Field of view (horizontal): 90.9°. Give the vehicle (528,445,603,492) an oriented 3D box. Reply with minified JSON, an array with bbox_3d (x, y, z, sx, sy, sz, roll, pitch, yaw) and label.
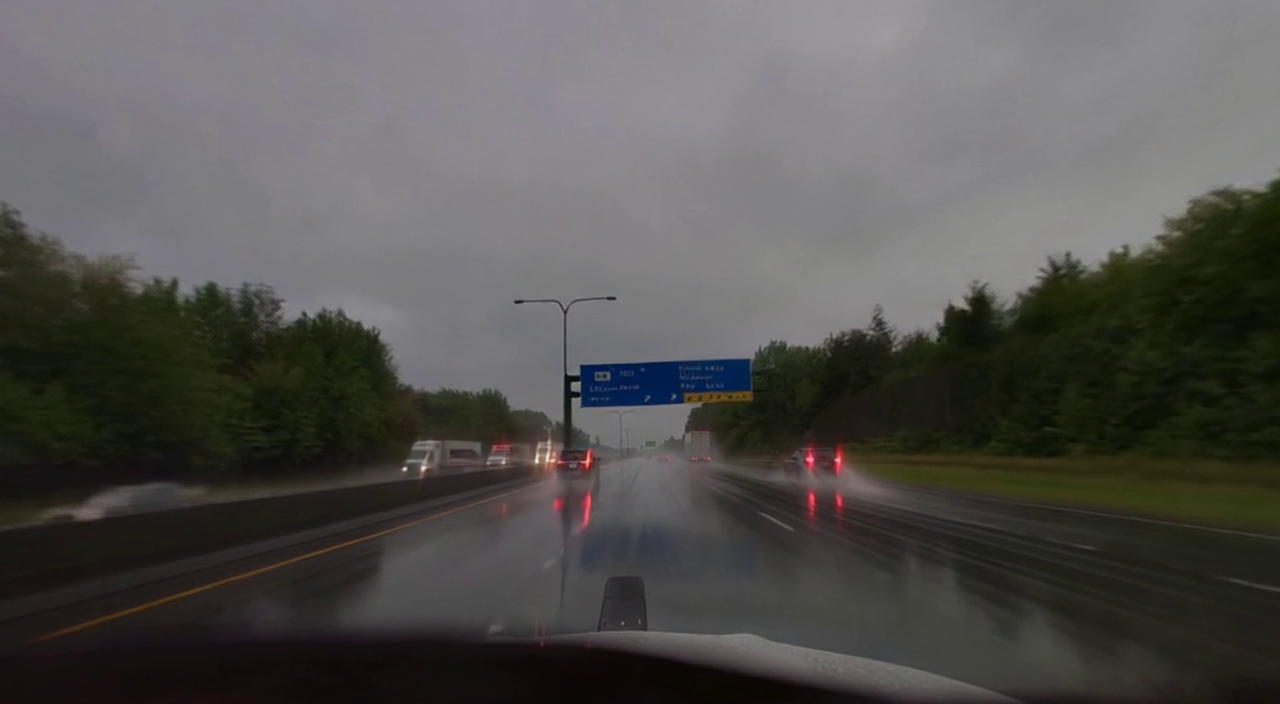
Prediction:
[{"bbox_3d":[-2.644,4.285,23.491,2.191,1.563,4.318,0,-9,1],"label":"vehicle"}]

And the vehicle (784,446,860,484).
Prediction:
[{"bbox_3d":[7.864,4.923,27.696,1.943,1.493,4.507,0,-9,-1],"label":"vehicle"}]

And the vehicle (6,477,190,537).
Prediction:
[{"bbox_3d":[-17.158,4.900,20.336,1.893,1.483,4.433,0,-9,2],"label":"vehicle"}]
